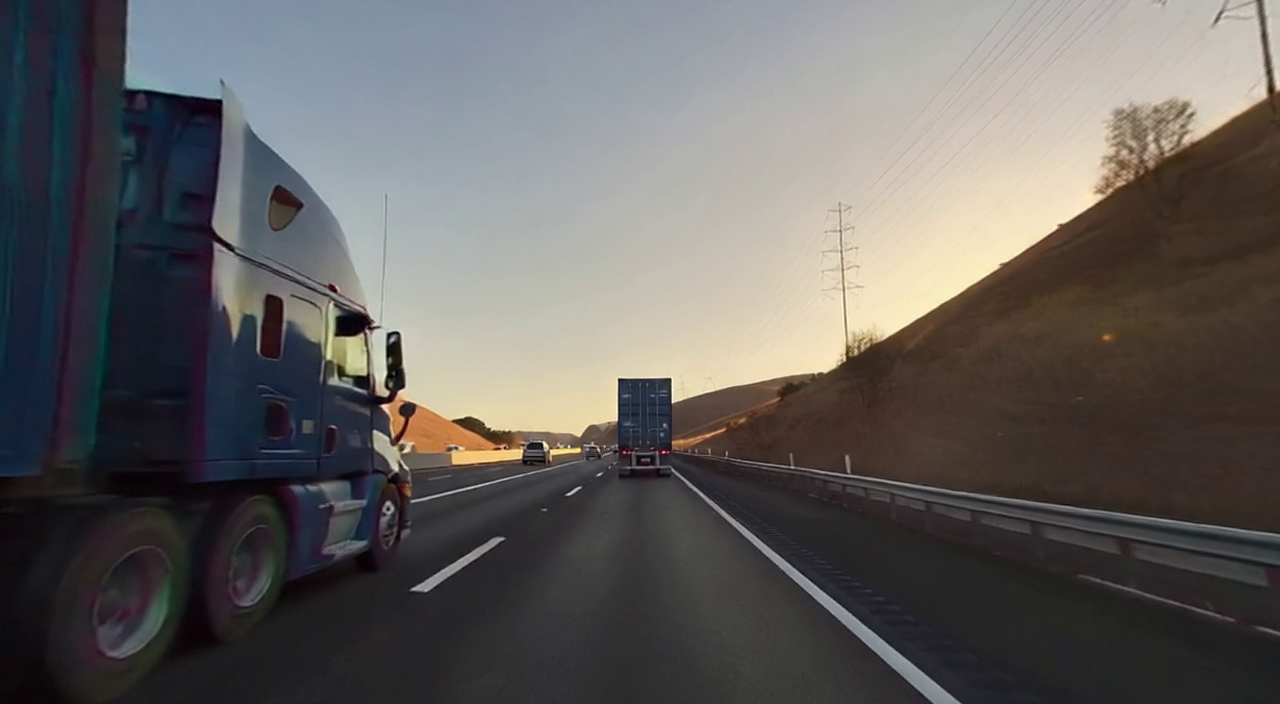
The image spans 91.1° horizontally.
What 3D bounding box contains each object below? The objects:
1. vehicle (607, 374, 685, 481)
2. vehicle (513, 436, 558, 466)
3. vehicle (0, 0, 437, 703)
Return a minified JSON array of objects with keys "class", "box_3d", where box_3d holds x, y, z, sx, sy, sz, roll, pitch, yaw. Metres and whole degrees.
[{"class":"vehicle","box_3d":[0.203,3.769,30.141,3.006,4.120,11.586,0,-9,0]},{"class":"vehicle","box_3d":[-7.062,6.739,42.928,2.214,1.899,4.719,0,-9,1]},{"class":"vehicle","box_3d":[-4.040,-0.388,1.886,3.314,4.224,9.816,0,-9,1]}]
